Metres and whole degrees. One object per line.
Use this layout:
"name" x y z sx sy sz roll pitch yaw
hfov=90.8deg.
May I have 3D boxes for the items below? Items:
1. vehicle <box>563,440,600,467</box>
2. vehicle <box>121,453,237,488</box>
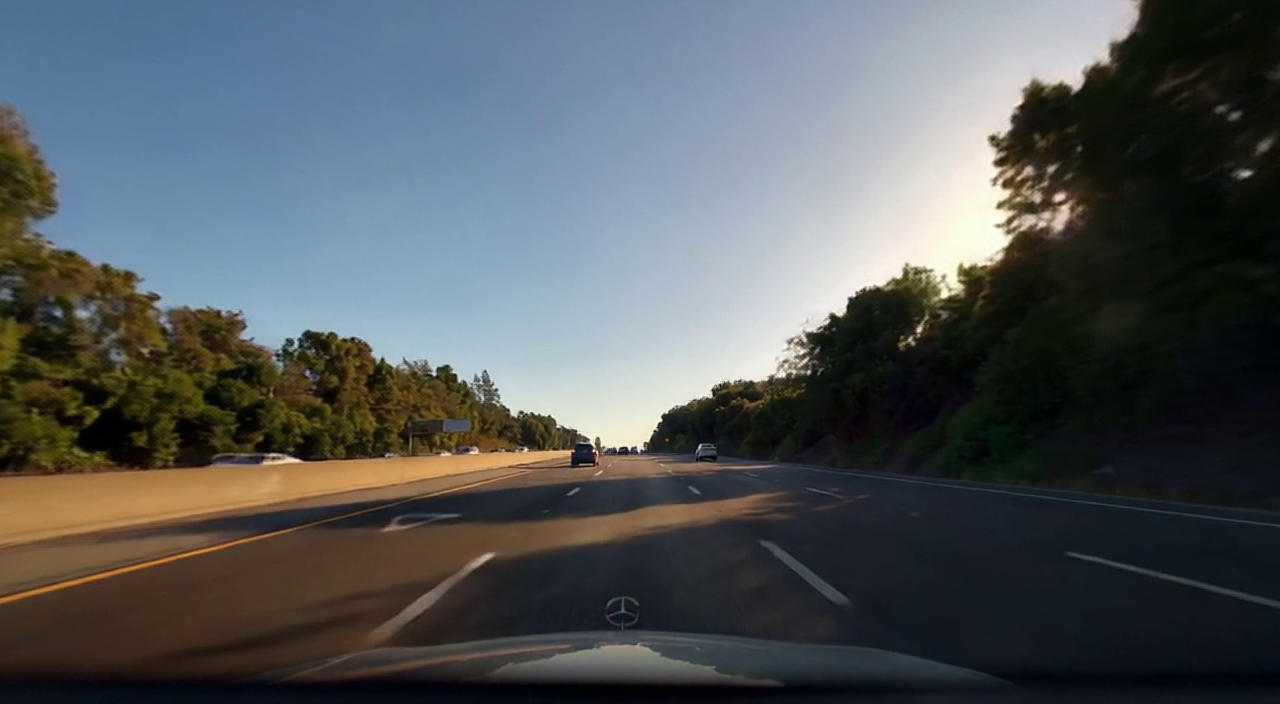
"vehicle" -4.031 7.074 44.119 2.114 1.774 4.427 0 -9 0
"vehicle" -21.626 5.561 29.957 1.884 1.480 4.817 0 -9 0
